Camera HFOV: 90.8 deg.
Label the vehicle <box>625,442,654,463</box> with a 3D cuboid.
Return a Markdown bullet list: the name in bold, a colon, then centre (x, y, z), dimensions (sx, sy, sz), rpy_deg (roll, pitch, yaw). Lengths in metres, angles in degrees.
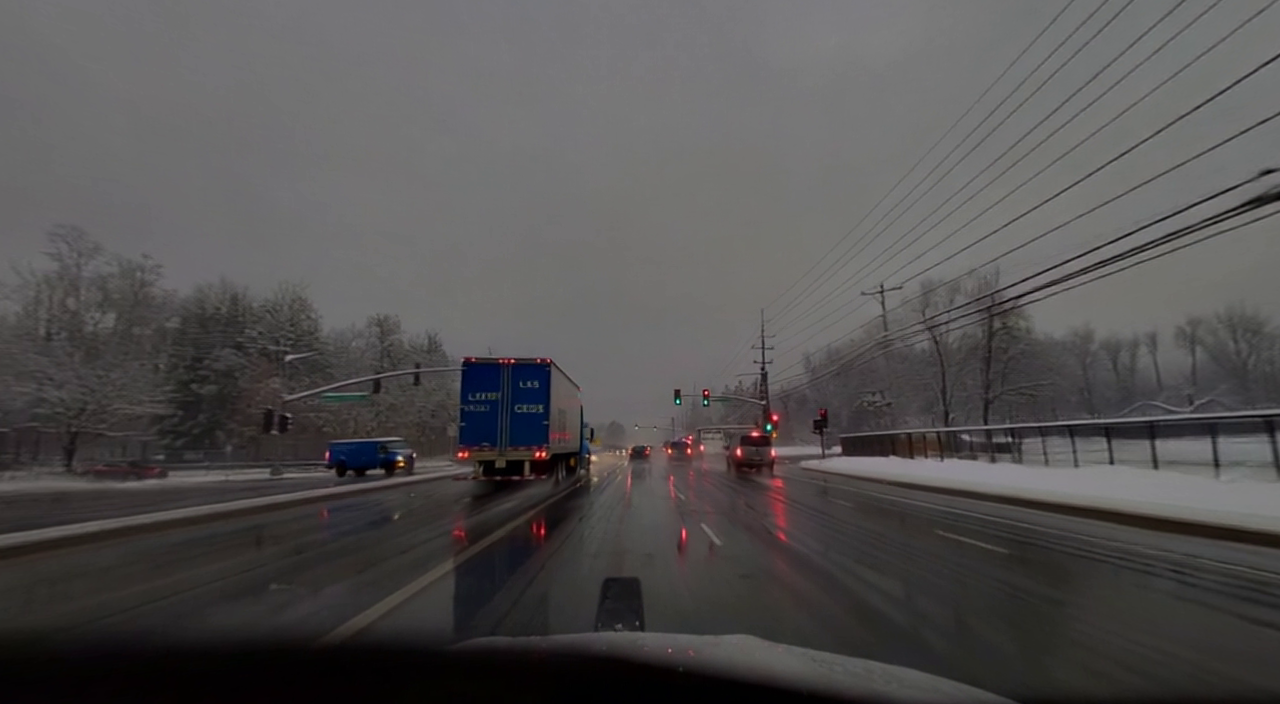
- **vehicle**: centre (-0.087, 7.594, 47.584), dimensions (2.117, 1.499, 4.036), rpy_deg (0, -9, -1)

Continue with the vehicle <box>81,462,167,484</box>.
- **vehicle**: centre (-40.551, 9.524, 49.755), dimensions (4.718, 1.630, 2.087), rpy_deg (2, -9, -12)

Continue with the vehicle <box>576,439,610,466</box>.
- **vehicle**: centre (-3.271, 7.079, 44.538), dimensions (1.994, 1.806, 4.564), rpy_deg (0, -9, 0)

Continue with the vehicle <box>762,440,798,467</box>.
- **vehicle**: centre (9.289, 6.693, 41.777), dimensions (2.102, 1.662, 4.533), rpy_deg (-2, -9, 13)

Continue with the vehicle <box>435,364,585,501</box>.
- **vehicle**: centre (-3.519, 2.588, 19.623), dimensions (2.889, 3.347, 8.285), rpy_deg (0, -9, 0)

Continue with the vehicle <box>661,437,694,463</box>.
- **vehicle**: centre (2.822, 7.546, 48.635), dimensions (2.086, 1.849, 4.607), rpy_deg (0, -9, -1)
